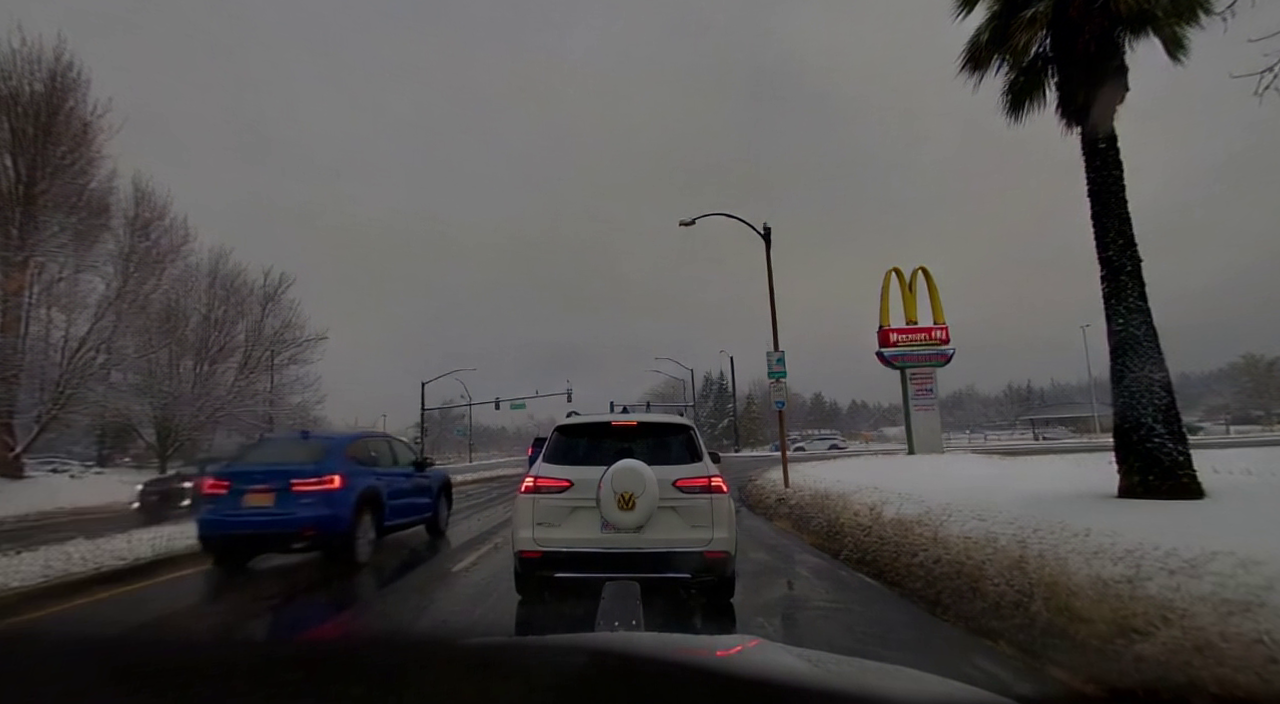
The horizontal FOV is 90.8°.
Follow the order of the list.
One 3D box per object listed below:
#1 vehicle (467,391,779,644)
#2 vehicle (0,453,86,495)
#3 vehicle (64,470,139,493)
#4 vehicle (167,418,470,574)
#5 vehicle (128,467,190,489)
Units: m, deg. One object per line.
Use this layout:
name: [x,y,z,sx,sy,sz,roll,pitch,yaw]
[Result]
vehicle: [-0.141,1.429,6.384,2.137,1.728,3.926,0,-9,-1]
vehicle: [-28.116,5.420,28.202,4.584,1.714,2.186,4,-10,-27]
vehicle: [-39.935,9.618,47.001,1.823,1.427,4.251,0,-9,-1]
vehicle: [-4.028,1.870,8.979,2.023,1.648,4.302,0,-9,0]
vehicle: [-35.630,9.302,46.876,1.672,1.397,3.682,0,-9,0]
